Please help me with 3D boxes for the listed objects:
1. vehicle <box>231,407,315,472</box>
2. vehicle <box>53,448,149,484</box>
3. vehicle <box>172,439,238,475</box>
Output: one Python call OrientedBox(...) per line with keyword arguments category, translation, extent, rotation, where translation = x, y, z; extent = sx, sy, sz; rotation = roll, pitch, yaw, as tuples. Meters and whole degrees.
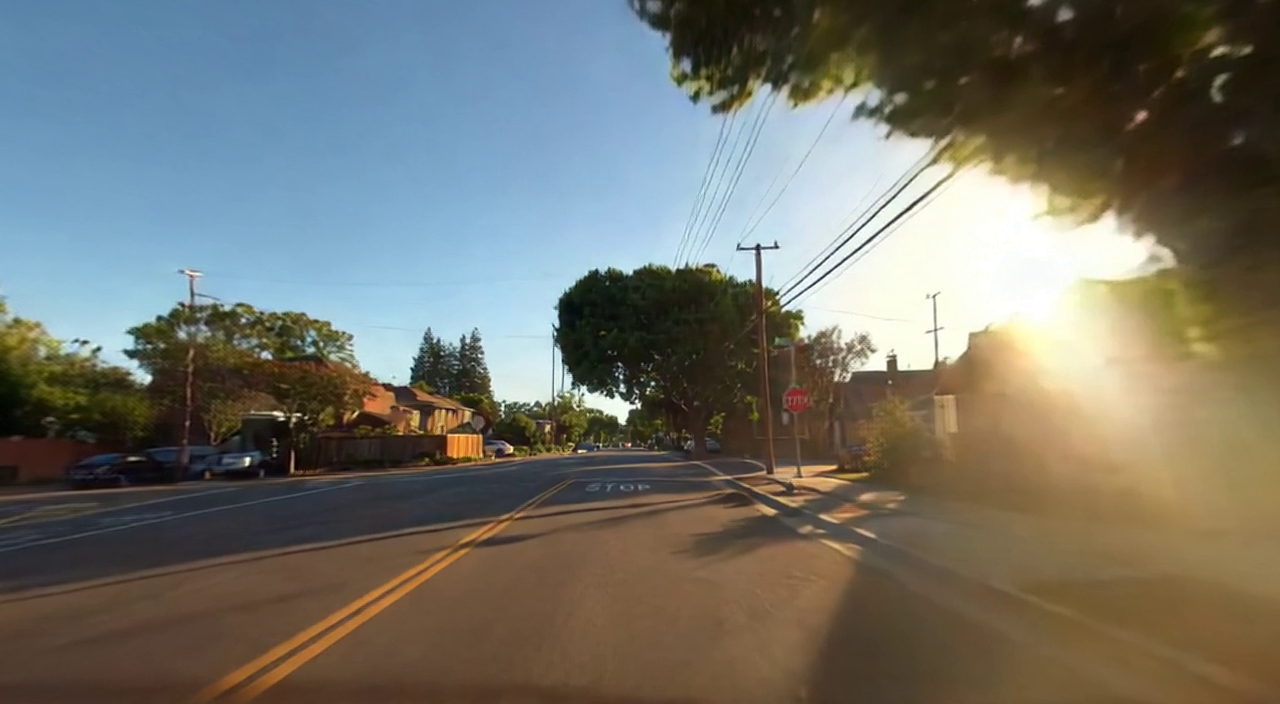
OrientedBox(category="vehicle", translation=(-20.262, 5.131, 35.425), extent=(2.842, 3.181, 8.576), rotation=(5, -12, -23))
OrientedBox(category="vehicle", translation=(-24.134, 5.069, 28.493), extent=(1.955, 1.448, 4.542), rotation=(4, -9, -23))
OrientedBox(category="vehicle", translation=(-23.776, 5.745, 34.685), extent=(2.083, 1.802, 4.455), rotation=(4, -9, -24))
